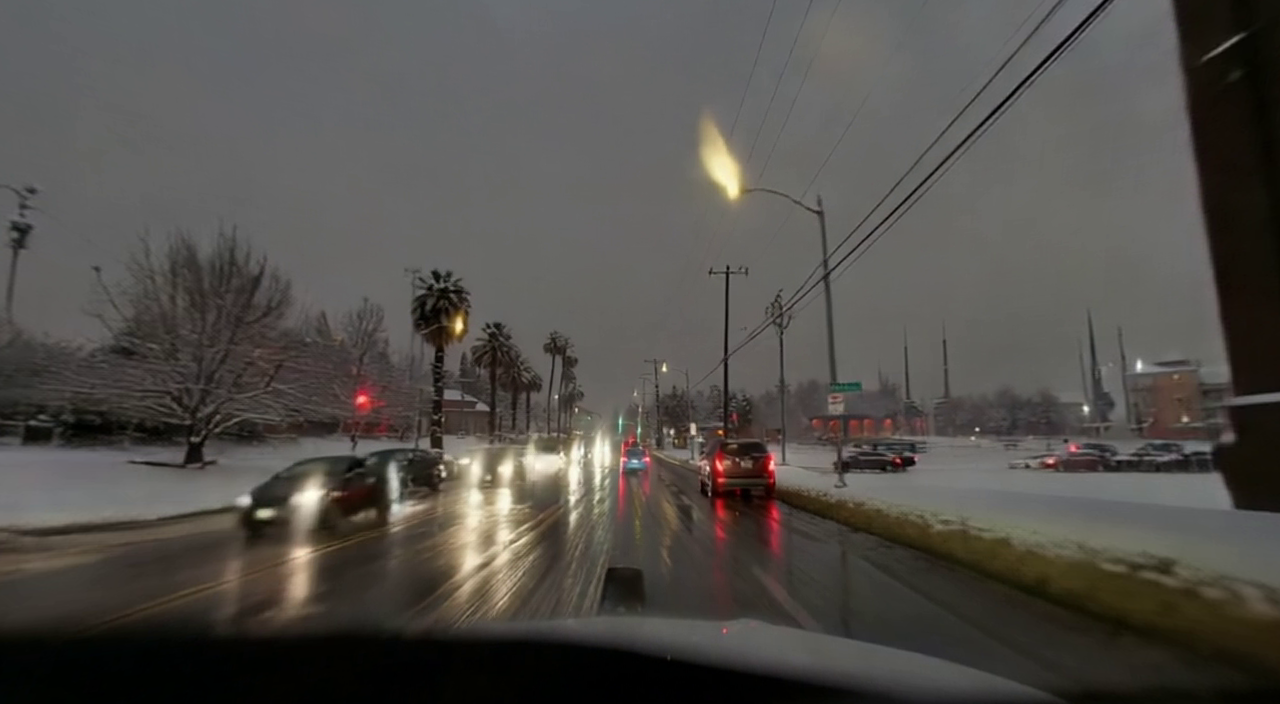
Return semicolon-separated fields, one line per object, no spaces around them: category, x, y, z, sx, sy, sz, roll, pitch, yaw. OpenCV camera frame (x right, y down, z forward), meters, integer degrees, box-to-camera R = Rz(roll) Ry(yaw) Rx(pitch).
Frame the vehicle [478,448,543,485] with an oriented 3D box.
vehicle;-5.935;5.279;29.528;2.074;1.541;4.395;-1;-8;0

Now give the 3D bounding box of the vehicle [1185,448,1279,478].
vehicle;43.010;7.908;45.220;5.613;2.019;2.704;0;-8;-6

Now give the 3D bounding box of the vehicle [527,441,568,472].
vehicle;-6.169;7.008;42.591;2.106;1.890;4.783;0;-8;-1

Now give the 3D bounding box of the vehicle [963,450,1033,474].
vehicle;25.332;7.812;44.815;3.611;1.590;2.171;0;-9;-1

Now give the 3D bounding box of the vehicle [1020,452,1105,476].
vehicle;29.881;7.946;44.814;4.463;1.600;2.122;-1;-8;0

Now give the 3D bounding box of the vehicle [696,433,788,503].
vehicle;2.957;3.462;19.326;1.995;1.858;4.333;0;-8;-1

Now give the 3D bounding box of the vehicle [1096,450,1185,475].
vehicle;35.686;7.872;45.108;4.642;1.646;2.017;0;-9;-1

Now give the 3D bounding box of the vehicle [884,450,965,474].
vehicle;20.237;7.808;45.039;4.673;1.592;2.193;-1;-8;1

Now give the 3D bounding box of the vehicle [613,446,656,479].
vehicle;-0.305;5.954;34.406;2.196;1.655;3.939;-1;-8;0

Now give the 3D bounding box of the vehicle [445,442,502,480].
vehicle;-9.143;5.988;34.969;2.037;1.939;3.958;-1;-8;0

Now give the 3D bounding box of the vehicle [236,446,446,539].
vehicle;-5.859;2.764;13.203;2.135;1.542;4.575;-1;-8;0

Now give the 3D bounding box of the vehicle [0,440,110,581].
vehicle;-9.104;1.959;7.583;1.933;1.763;4.023;-1;-8;0
